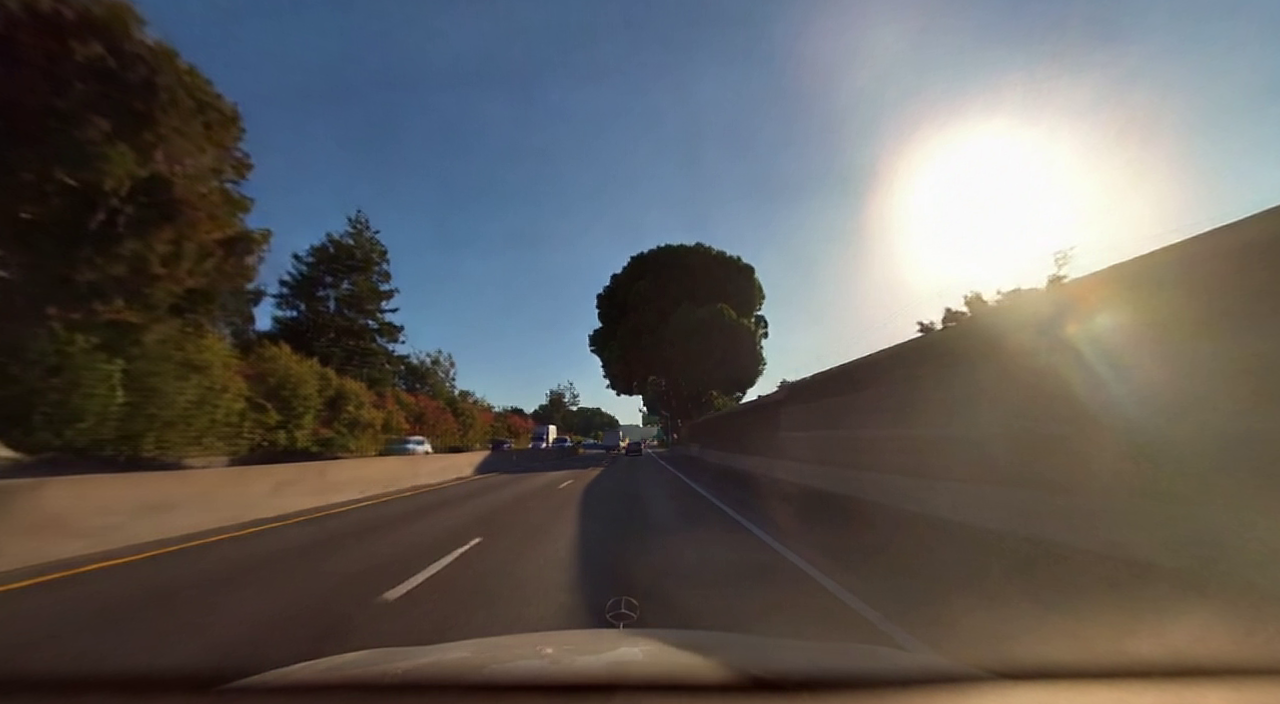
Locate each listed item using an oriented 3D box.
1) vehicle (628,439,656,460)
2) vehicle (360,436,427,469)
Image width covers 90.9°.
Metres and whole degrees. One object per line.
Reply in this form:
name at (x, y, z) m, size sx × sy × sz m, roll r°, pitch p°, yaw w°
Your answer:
vehicle at (0.127, 7.381, 47.710) m, size 2.030 × 1.523 × 4.114 m, roll 0°, pitch -8°, yaw 0°
vehicle at (-14.994, 6.159, 38.652) m, size 2.040 × 1.854 × 4.987 m, roll 0°, pitch -8°, yaw 0°
